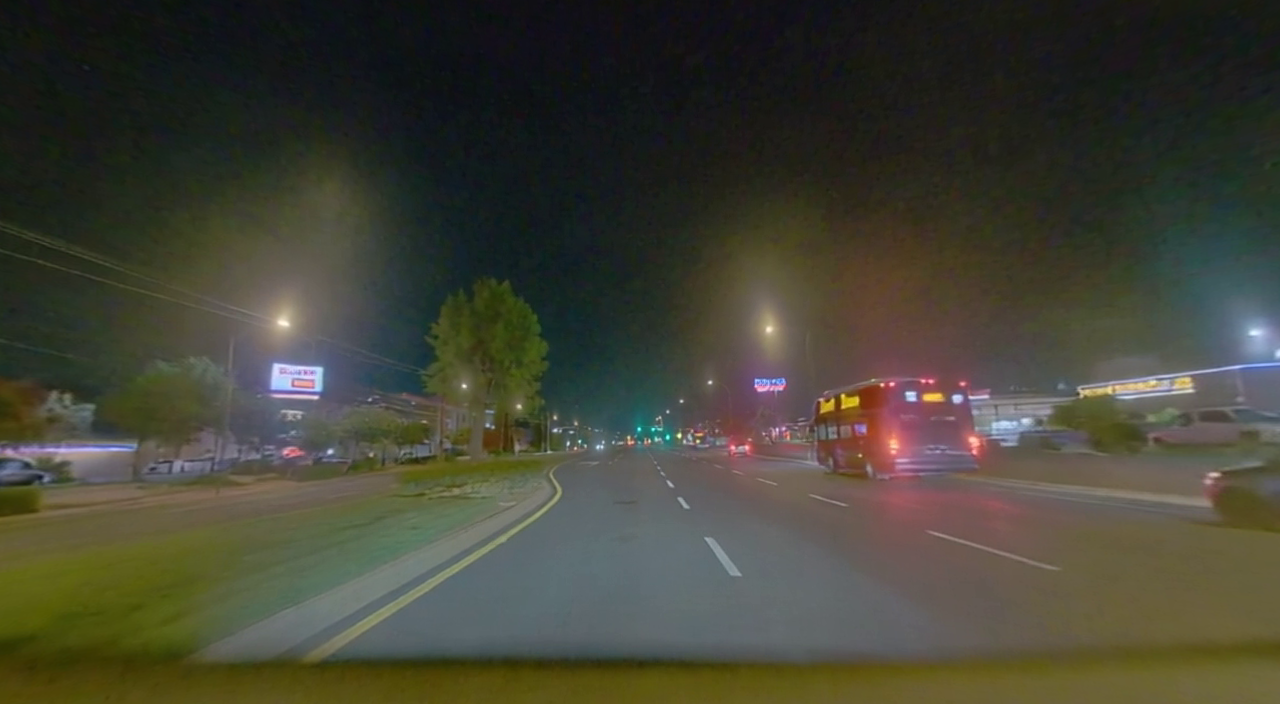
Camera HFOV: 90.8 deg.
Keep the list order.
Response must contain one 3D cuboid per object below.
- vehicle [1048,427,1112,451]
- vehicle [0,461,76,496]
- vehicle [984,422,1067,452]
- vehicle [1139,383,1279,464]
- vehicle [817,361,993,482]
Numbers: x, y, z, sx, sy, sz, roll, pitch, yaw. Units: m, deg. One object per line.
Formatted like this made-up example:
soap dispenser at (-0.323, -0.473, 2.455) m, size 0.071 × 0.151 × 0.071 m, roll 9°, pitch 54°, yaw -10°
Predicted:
vehicle at (30.565, 6.077, 43.988) m, size 1.665 × 1.469 × 3.718 m, roll -2°, pitch -9°, yaw -2°
vehicle at (-33.617, 6.798, 34.296) m, size 1.863 × 1.646 × 4.565 m, roll 0°, pitch -8°, yaw -2°
vehicle at (27.133, 6.039, 44.727) m, size 2.221 × 1.997 × 5.314 m, roll 0°, pitch -8°, yaw -4°
vehicle at (20.334, 2.376, 20.717) m, size 5.637 × 2.480 × 2.521 m, roll -4°, pitch -9°, yaw 26°
vehicle at (9.772, 2.852, 24.764) m, size 3.017 × 3.888 × 8.508 m, roll 0°, pitch -8°, yaw -1°
